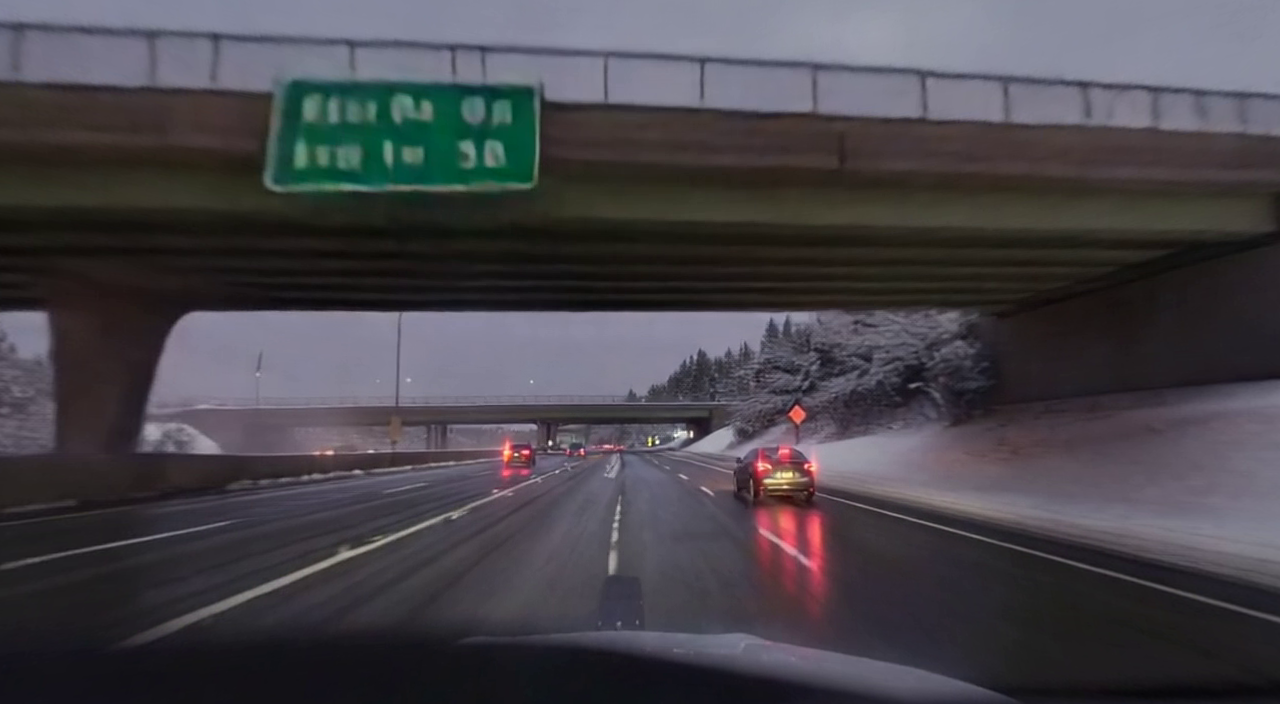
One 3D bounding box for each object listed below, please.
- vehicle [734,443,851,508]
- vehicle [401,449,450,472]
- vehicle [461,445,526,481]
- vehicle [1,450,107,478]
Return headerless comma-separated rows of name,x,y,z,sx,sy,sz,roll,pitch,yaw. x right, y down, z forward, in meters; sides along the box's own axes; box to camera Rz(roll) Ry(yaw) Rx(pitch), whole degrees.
vehicle,3.966,3.287,17.234,2.079,1.535,4.316,0,-9,-1
vehicle,-14.937,7.587,44.176,1.919,1.497,4.765,0,-9,-2
vehicle,-6.764,5.161,29.612,2.072,1.545,4.687,0,-9,-2
vehicle,-38.513,7.354,41.608,1.976,1.712,5.338,0,-9,-2
